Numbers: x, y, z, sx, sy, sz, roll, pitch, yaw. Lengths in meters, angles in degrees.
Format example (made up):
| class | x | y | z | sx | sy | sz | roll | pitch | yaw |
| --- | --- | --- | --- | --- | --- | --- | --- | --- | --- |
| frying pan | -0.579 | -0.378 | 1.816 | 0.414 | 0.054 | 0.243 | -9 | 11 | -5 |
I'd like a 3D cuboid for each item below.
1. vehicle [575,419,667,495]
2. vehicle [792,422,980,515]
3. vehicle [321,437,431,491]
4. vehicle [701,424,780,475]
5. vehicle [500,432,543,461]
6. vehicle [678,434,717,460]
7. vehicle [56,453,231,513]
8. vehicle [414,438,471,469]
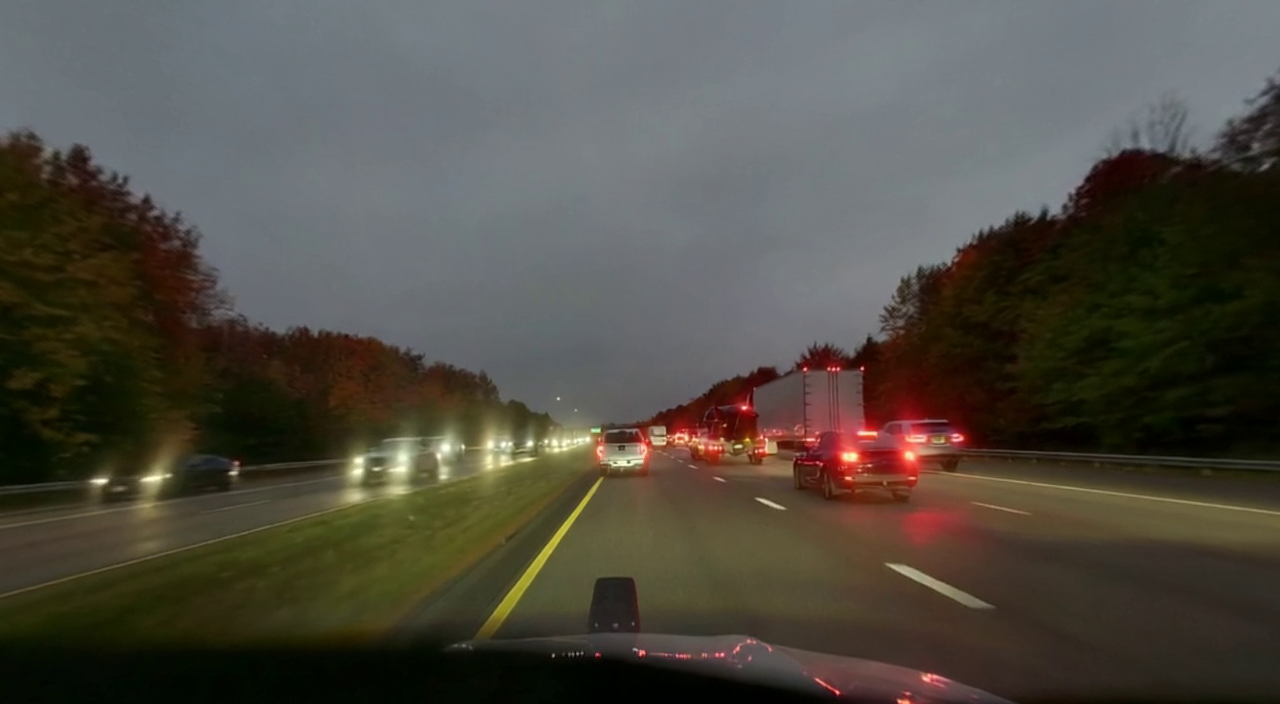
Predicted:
| class | x | y | z | sx | sy | sz | roll | pitch | yaw |
| --- | --- | --- | --- | --- | --- | --- | --- | --- | --- |
| vehicle | -0.482 | 2.699 | 16.575 | 2.087 | 1.709 | 4.455 | 0 | -8 | -2 |
| vehicle | 4.582 | 2.207 | 12.505 | 2.040 | 1.523 | 4.068 | 0 | -8 | -1 |
| vehicle | -9.043 | 3.819 | 21.972 | 2.051 | 1.679 | 4.148 | 0 | -8 | 0 |
| vehicle | 3.585 | 3.545 | 23.186 | 2.147 | 1.707 | 3.963 | 0 | -8 | -2 |
| vehicle | -8.828 | 7.081 | 47.227 | 2.243 | 2.051 | 5.305 | 0 | -8 | -1 |
| vehicle | 3.417 | 5.707 | 37.993 | 1.865 | 1.471 | 3.916 | 0 | -8 | -2 |
| vehicle | -14.925 | 3.905 | 19.281 | 1.976 | 1.500 | 4.233 | 0 | -8 | -2 |
| vehicle | -11.769 | 6.053 | 37.771 | 1.990 | 1.751 | 4.566 | 0 | -8 | -1 |
